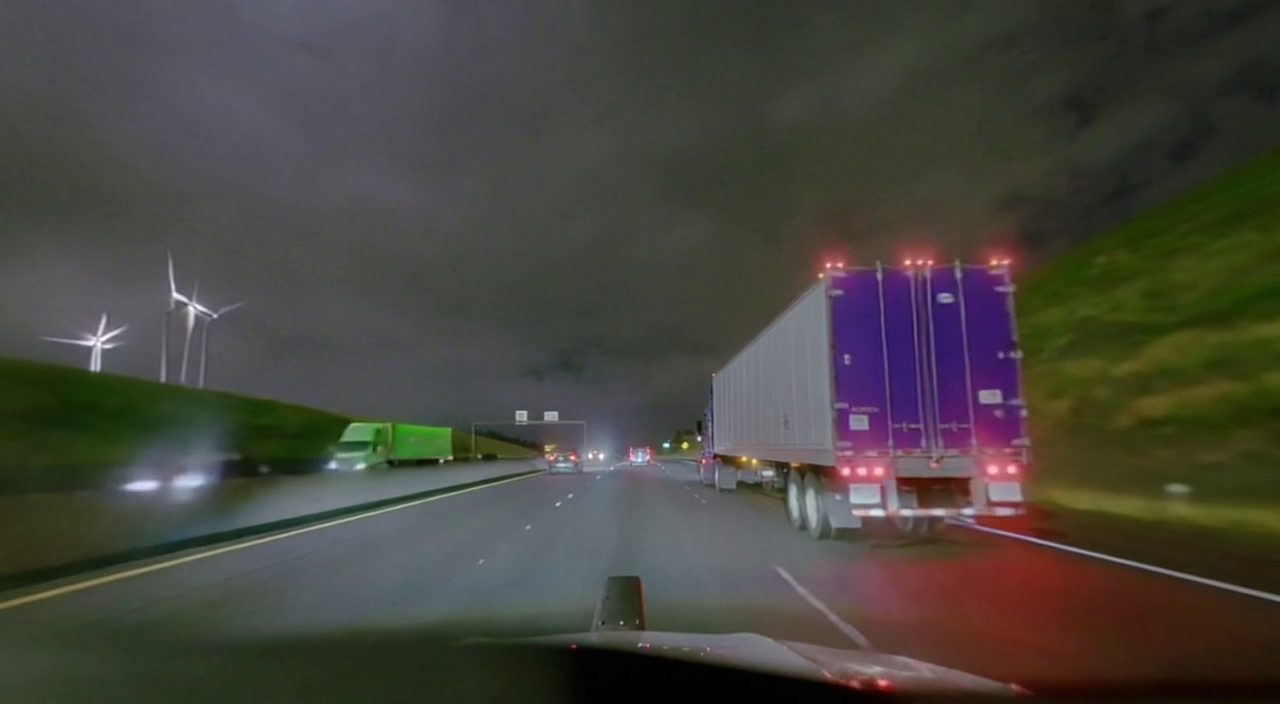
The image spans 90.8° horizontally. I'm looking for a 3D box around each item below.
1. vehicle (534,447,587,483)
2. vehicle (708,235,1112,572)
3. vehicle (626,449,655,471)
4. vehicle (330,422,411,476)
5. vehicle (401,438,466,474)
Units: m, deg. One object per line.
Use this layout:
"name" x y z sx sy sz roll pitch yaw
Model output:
"vehicle" -3.622 5.221 29.465 1.952 1.521 4.095 0 -9 0
"vehicle" 3.836 1.565 14.189 2.947 3.989 13.568 0 -9 -1
"vehicle" 0.009 7.416 43.550 1.931 1.453 3.695 0 -9 -1
"vehicle" -19.659 7.134 46.533 3.082 3.667 6.615 0 -9 -1
"vehicle" -15.608 7.896 48.257 2.615 2.529 6.897 0 -9 1
